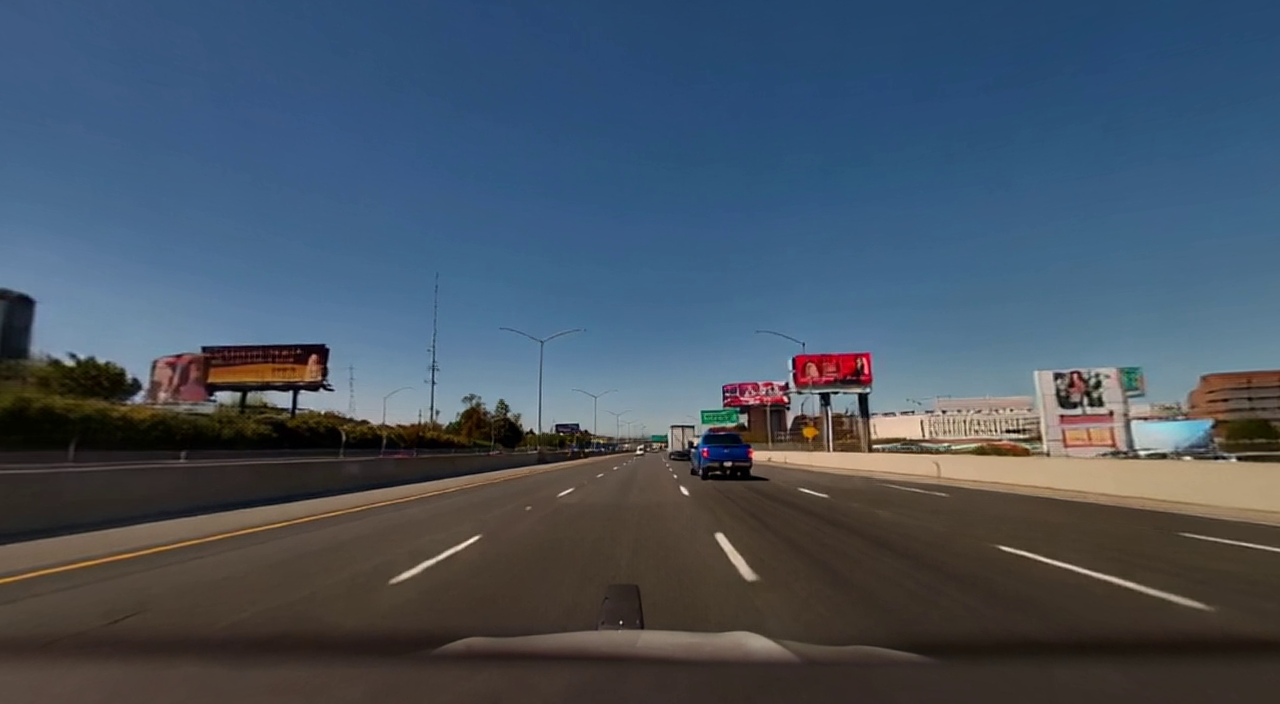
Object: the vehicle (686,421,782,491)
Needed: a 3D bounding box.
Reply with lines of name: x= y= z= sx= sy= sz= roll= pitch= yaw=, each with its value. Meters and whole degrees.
vehicle: x=3.201 y=3.783 z=23.090 sx=2.740 sy=2.157 sz=6.300 roll=-1 pitch=-9 yaw=2
